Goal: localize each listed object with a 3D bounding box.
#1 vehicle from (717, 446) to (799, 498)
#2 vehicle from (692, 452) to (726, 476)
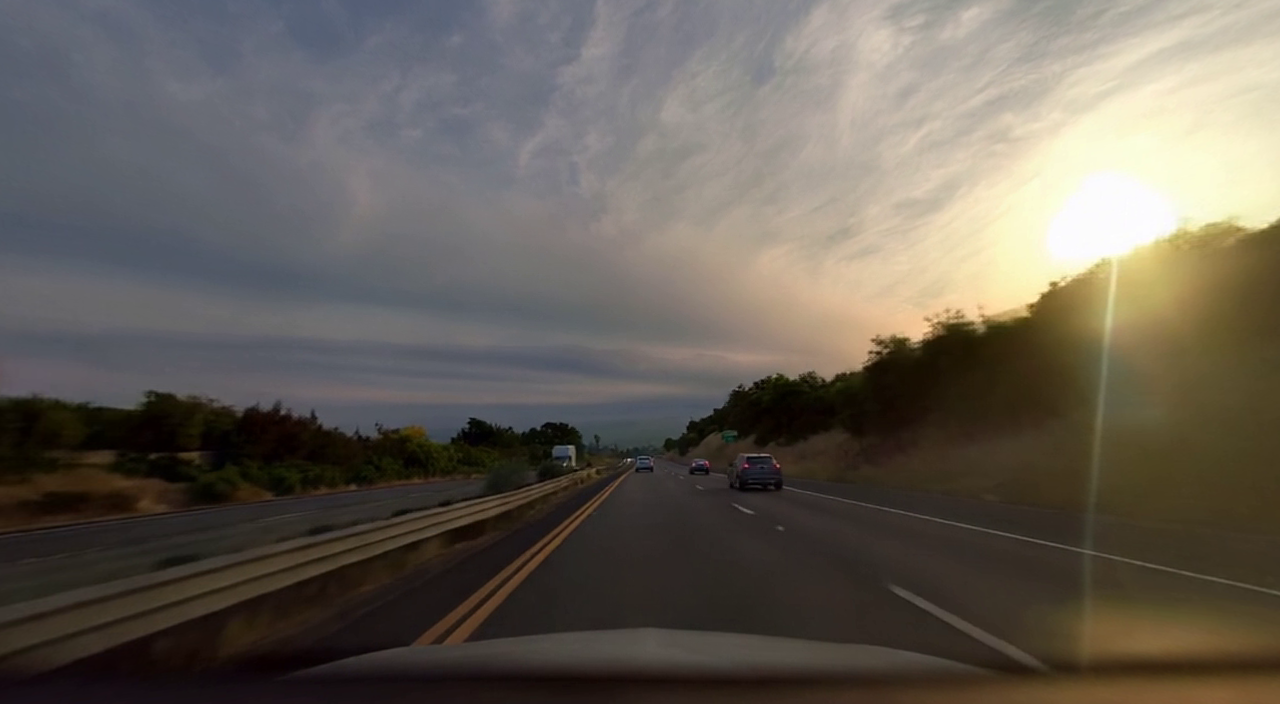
[{"bbox_3d":[4.153,4.308,23.016,2.122,1.662,4.392,0,-9,0],"label":"vehicle"},{"bbox_3d":[5.087,8.331,46.997,1.994,1.671,3.949,0,-9,-1],"label":"vehicle"}]
